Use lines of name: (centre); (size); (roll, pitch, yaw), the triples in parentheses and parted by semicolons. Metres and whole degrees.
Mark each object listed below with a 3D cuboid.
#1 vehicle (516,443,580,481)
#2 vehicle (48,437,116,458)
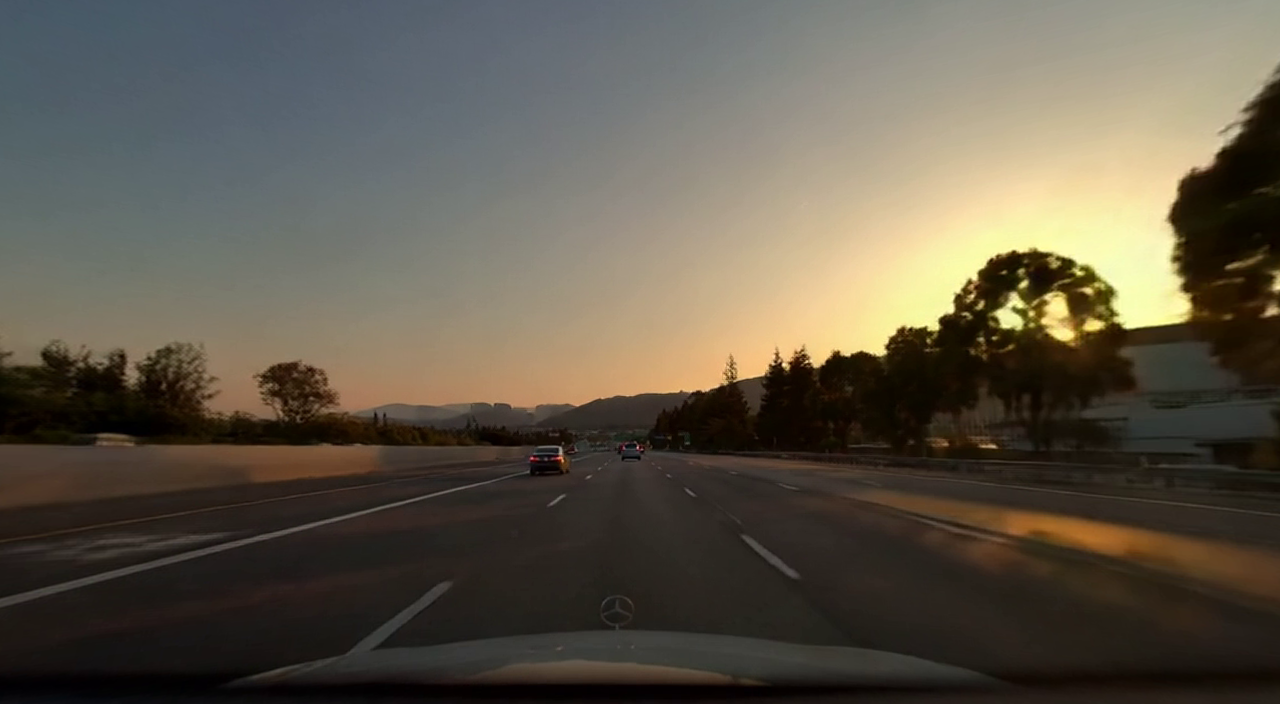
vehicle: (-4.034, 4.915, 28.585); (2.140, 1.574, 4.946); (0, -8, 0)
vehicle: (-39.451, 6.763, 44.751); (1.604, 1.424, 3.530); (0, -8, -1)
